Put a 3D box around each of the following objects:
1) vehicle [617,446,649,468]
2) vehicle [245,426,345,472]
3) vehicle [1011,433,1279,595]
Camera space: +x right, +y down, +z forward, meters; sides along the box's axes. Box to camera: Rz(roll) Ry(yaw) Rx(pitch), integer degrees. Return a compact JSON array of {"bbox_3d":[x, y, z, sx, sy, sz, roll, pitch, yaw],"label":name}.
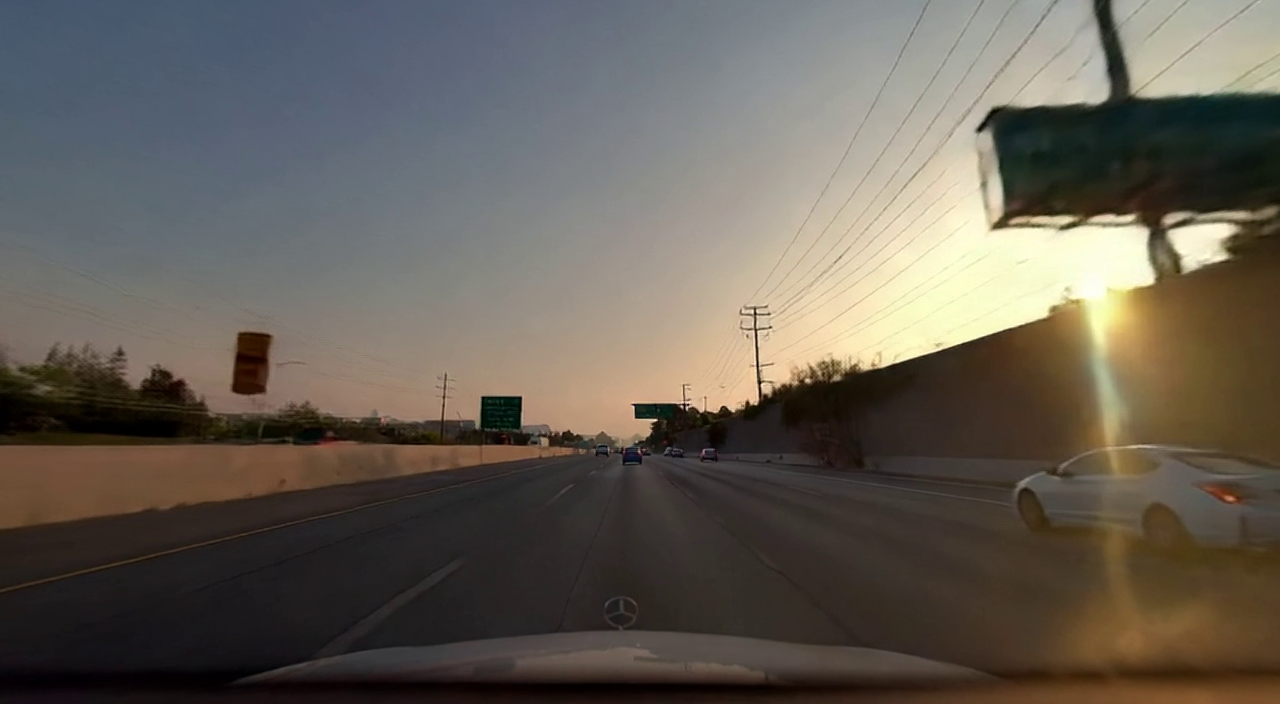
[{"bbox_3d":[-0.517,7.333,44.343,2.109,1.489,4.027,0,-8,-1],"label":"vehicle"},{"bbox_3d":[-20.334,5.756,37.731,2.317,2.445,6.428,0,-8,0],"label":"vehicle"},{"bbox_3d":[6.697,1.739,7.587,1.876,1.451,4.154,0,-8,-1],"label":"vehicle"}]
